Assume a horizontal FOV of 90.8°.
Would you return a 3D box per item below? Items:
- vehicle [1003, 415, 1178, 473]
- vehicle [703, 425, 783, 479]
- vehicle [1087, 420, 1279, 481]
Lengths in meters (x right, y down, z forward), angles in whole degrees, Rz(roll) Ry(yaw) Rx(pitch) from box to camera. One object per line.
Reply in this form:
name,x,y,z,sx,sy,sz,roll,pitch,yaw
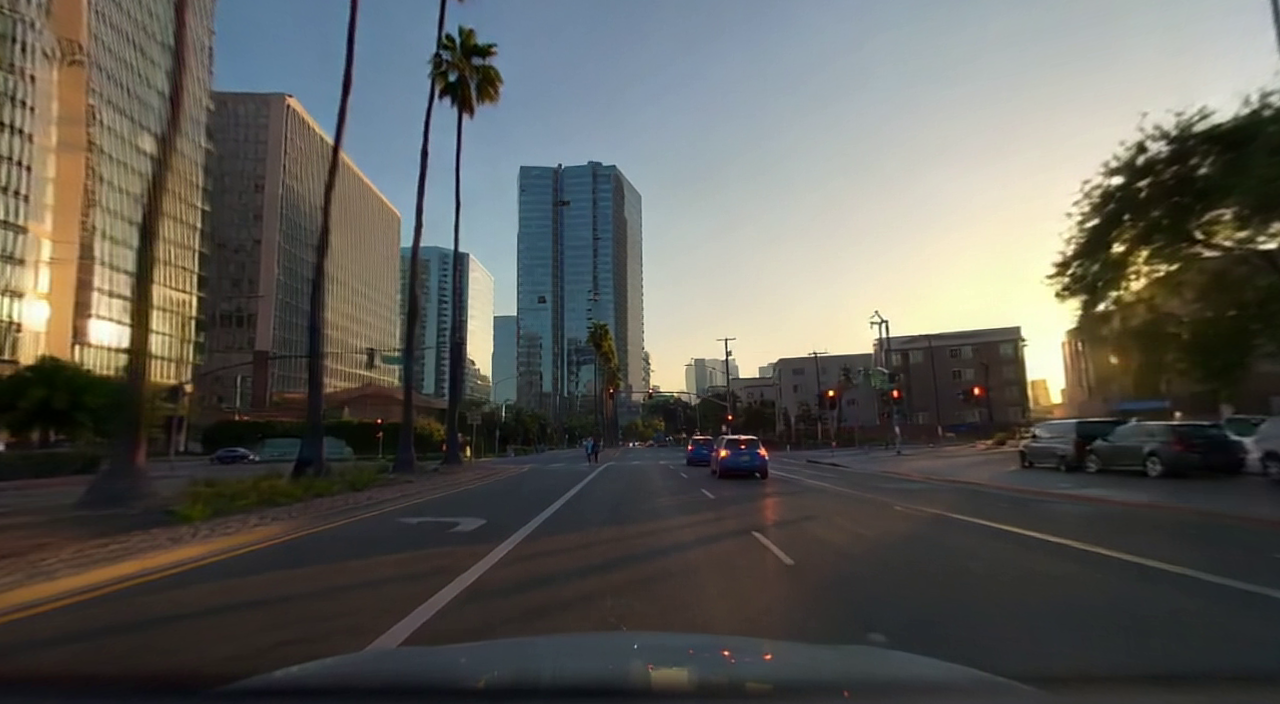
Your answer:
vehicle,15.437,3.171,21.846,4.503,1.878,2.011,0,-9,-2
vehicle,3.671,3.687,23.394,2.060,1.756,4.770,0,-8,-1
vehicle,15.532,2.756,17.843,4.313,1.497,1.870,-2,-8,1
